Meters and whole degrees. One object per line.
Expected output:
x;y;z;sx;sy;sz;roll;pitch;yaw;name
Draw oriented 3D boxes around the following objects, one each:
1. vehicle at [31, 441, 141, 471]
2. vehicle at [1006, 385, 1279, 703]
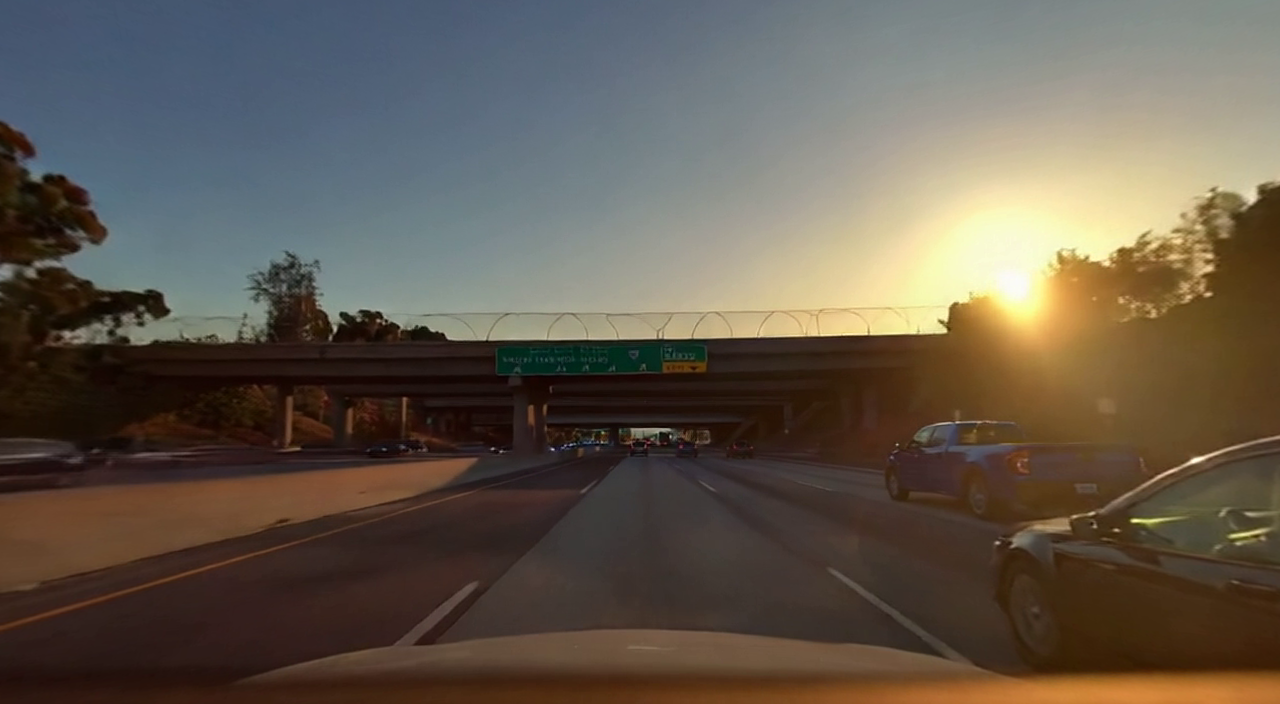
-32.090;6.042;36.765;1.965;1.603;4.660;-1;-8;4;vehicle
3.214;0.749;1.241;2.119;1.524;4.807;0;-8;0;vehicle
